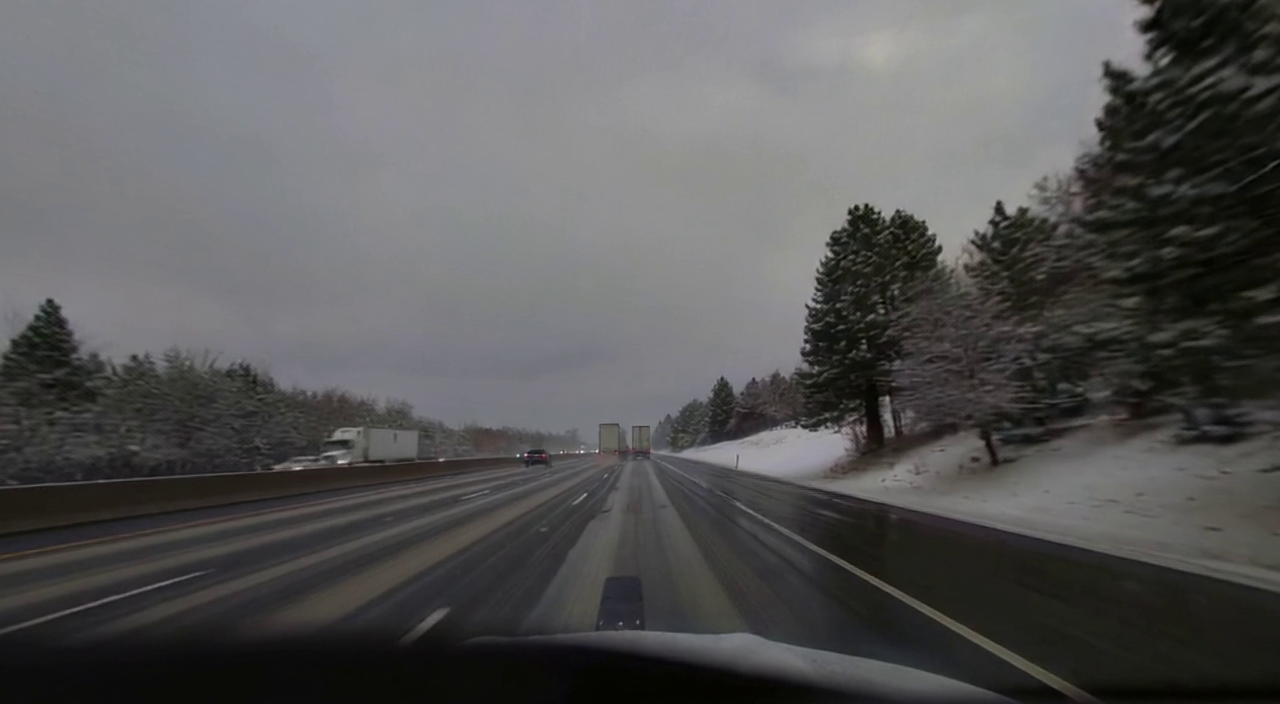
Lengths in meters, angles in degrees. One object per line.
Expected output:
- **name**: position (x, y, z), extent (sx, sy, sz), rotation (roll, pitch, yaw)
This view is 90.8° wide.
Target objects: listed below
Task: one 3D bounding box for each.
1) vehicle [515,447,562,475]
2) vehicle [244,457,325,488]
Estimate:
- **vehicle**: position (-5.788, 6.282, 36.535), extent (2.091, 1.527, 4.455), rotation (0, -9, -1)
- **vehicle**: position (-18.697, 6.332, 33.434), extent (1.815, 1.431, 4.216), rotation (0, -9, 0)
